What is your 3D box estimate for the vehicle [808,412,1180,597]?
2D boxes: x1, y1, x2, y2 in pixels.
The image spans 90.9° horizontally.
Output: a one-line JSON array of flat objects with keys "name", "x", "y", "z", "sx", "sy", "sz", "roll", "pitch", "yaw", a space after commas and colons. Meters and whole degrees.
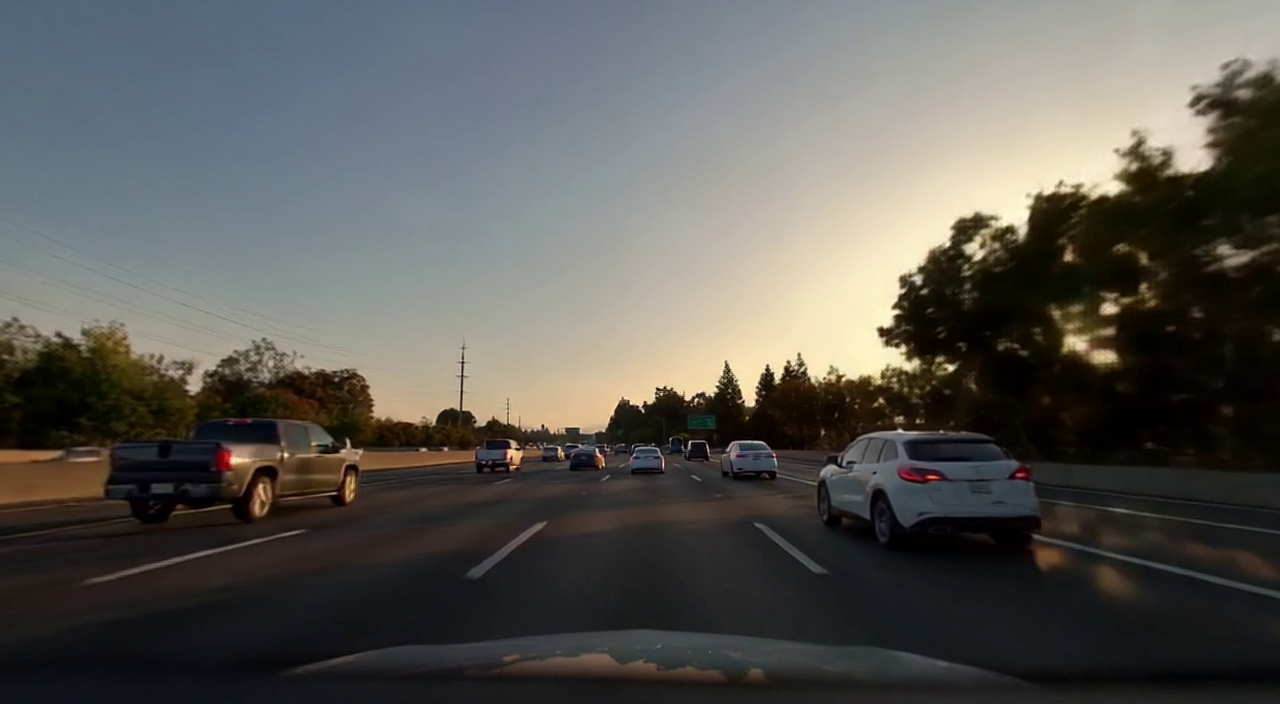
[{"name": "vehicle", "x": 3.665, "y": 1.657, "z": 7.714, "sx": 2.051, "sy": 1.595, "sz": 4.301, "roll": 0, "pitch": -9, "yaw": 0}]

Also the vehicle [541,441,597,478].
[{"name": "vehicle", "x": -3.056, "y": 4.721, "z": 27.923, "sx": 1.904, "sy": 1.479, "sz": 4.274, "roll": 0, "pitch": -9, "yaw": 1}]

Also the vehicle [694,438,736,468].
[{"name": "vehicle", "x": 4.755, "y": 6.530, "z": 40.834, "sx": 2.195, "sy": 1.778, "sz": 4.455, "roll": 0, "pitch": -8, "yaw": 0}]

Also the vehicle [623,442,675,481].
[{"name": "vehicle", "x": 0.357, "y": 4.444, "z": 25.945, "sx": 1.966, "sy": 1.444, "sz": 3.986, "roll": 0, "pitch": -9, "yaw": 0}]

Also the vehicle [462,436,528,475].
[{"name": "vehicle", "x": -6.681, "y": 4.845, "z": 29.627, "sx": 1.978, "sy": 1.680, "sz": 4.263, "roll": 0, "pitch": -9, "yaw": 1}]

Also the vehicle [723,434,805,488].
[{"name": "vehicle", "x": 4.203, "y": 3.764, "z": 22.085, "sx": 2.002, "sy": 1.691, "sz": 4.290, "roll": 0, "pitch": -9, "yaw": 0}]

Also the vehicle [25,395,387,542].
[{"name": "vehicle", "x": -6.967, "y": 1.985, "z": 11.360, "sx": 2.269, "sy": 1.936, "sz": 5.777, "roll": 0, "pitch": -9, "yaw": 2}]
